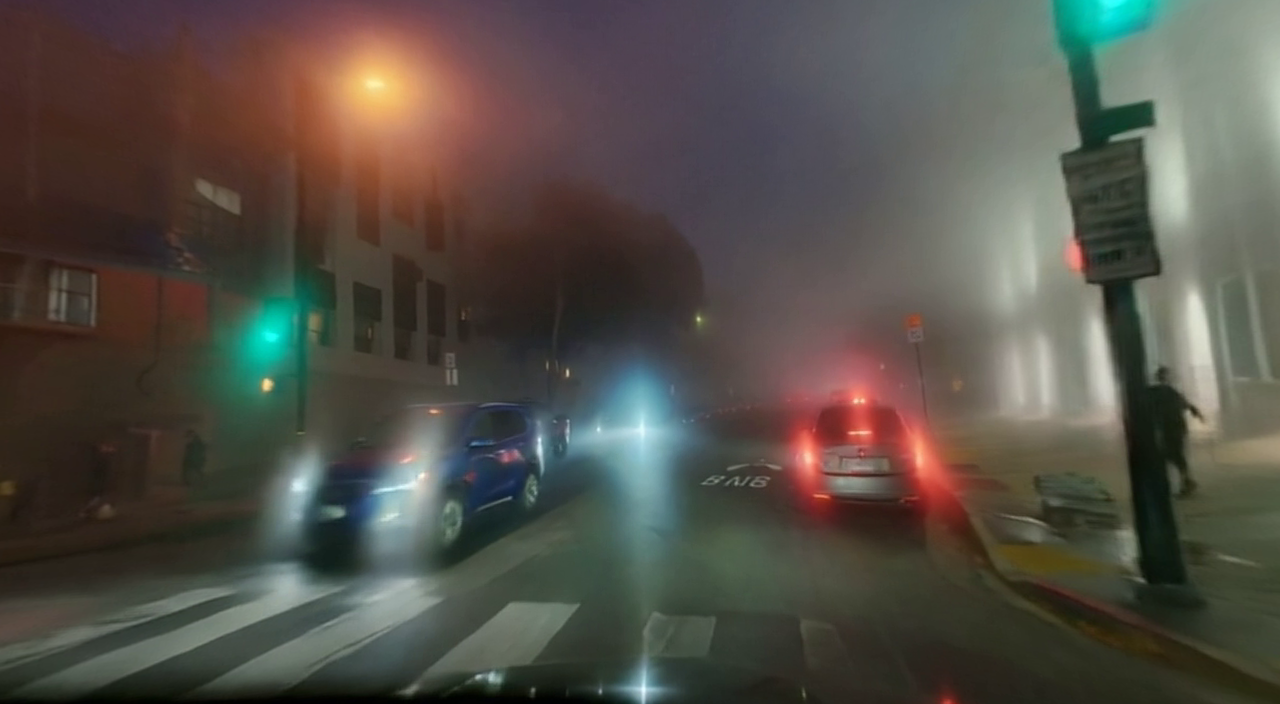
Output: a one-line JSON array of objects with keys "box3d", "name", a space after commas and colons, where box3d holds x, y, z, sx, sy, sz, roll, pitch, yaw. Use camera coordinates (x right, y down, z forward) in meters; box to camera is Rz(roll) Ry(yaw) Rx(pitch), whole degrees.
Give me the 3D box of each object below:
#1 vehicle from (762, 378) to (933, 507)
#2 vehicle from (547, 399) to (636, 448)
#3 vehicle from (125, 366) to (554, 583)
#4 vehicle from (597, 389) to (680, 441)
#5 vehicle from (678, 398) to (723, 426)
[{"box3d": [3.174, 1.374, 9.673, 1.892, 1.481, 4.365, -4, -8, 19], "name": "vehicle"}, {"box3d": [-1.816, 2.912, 25.268, 1.960, 1.765, 4.343, -4, -8, 19], "name": "vehicle"}, {"box3d": [-2.879, 1.320, 7.593, 2.181, 1.723, 4.692, -3, -8, 12], "name": "vehicle"}, {"box3d": [0.073, 3.050, 30.898, 2.260, 2.136, 5.669, -7, -7, 17], "name": "vehicle"}, {"box3d": [4.240, 4.101, 43.798, 1.948, 1.693, 4.325, -6, -6, 19], "name": "vehicle"}]
